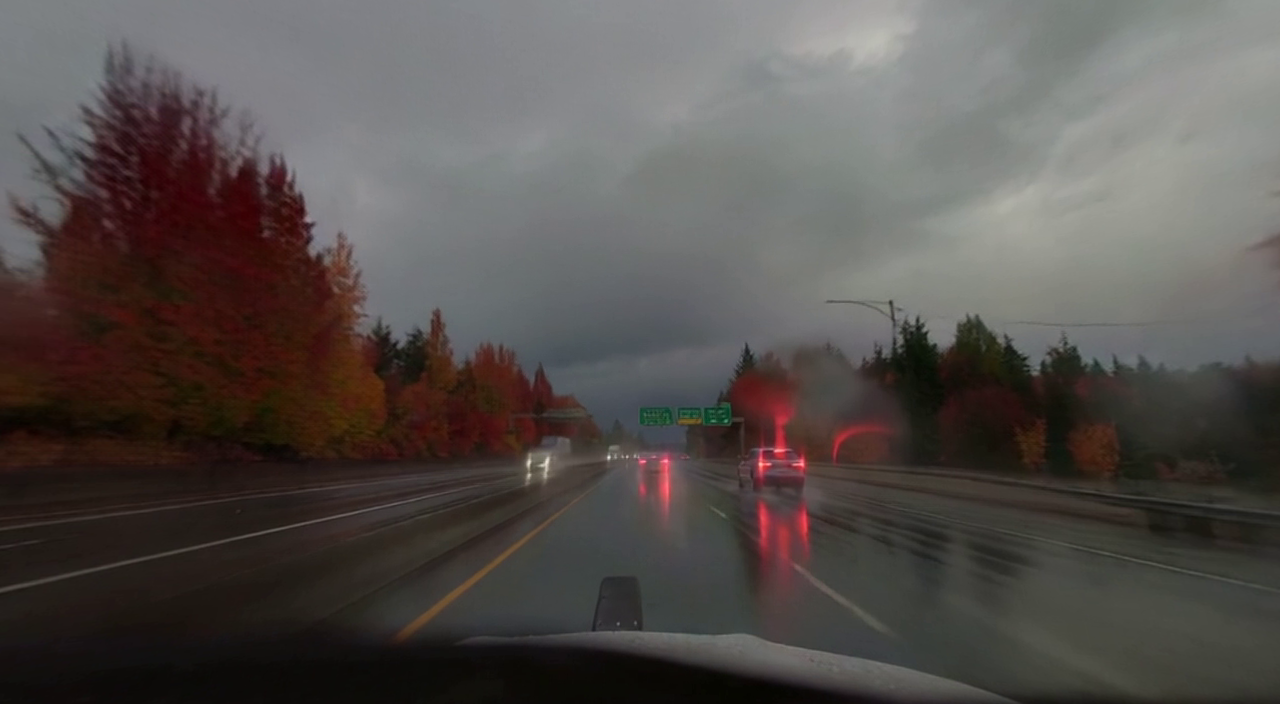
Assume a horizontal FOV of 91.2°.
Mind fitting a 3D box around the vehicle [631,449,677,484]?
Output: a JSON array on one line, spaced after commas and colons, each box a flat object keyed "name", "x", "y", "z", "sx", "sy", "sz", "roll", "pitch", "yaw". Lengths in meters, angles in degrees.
[{"name": "vehicle", "x": 0.653, "y": 5.491, "z": 30.381, "sx": 2.070, "sy": 1.546, "sz": 4.648, "roll": 0, "pitch": -9, "yaw": 1}]

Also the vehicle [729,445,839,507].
[{"name": "vehicle", "x": 3.949, "y": 3.474, "z": 18.007, "sx": 2.119, "sy": 1.557, "sz": 4.163, "roll": 0, "pitch": -9, "yaw": 0}]
